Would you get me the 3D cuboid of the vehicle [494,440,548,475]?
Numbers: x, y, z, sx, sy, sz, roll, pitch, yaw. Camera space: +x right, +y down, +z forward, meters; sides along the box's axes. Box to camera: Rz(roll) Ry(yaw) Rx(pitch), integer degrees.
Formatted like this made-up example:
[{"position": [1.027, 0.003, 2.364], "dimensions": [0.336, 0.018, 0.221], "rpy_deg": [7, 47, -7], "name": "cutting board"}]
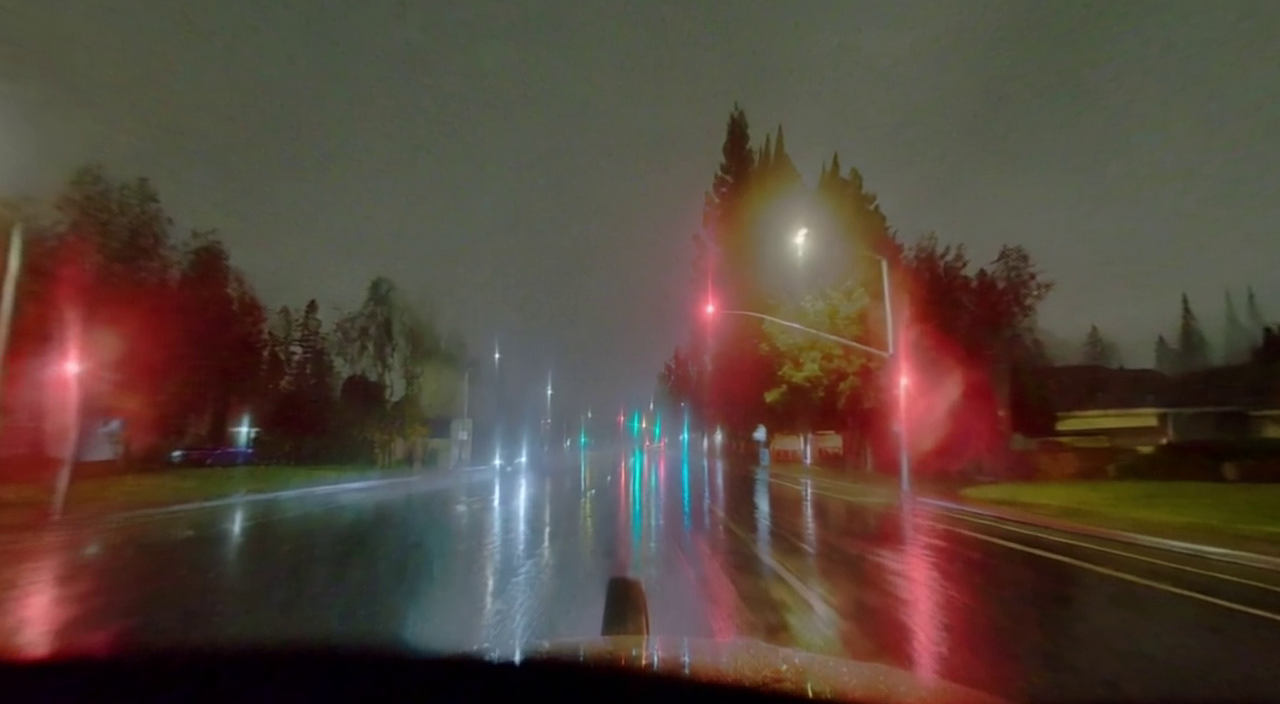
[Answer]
[{"position": [-6.423, 5.718, 34.421], "dimensions": [2.008, 1.718, 4.356], "rpy_deg": [0, -8, 1], "name": "vehicle"}]
